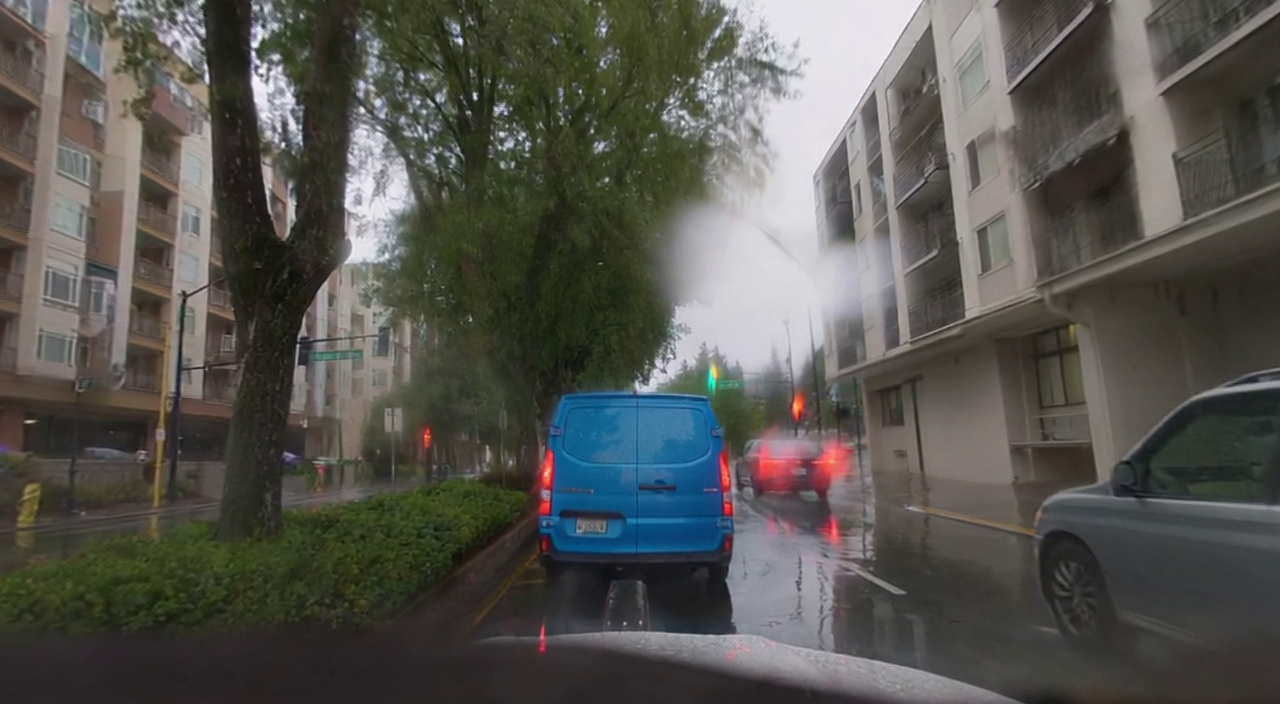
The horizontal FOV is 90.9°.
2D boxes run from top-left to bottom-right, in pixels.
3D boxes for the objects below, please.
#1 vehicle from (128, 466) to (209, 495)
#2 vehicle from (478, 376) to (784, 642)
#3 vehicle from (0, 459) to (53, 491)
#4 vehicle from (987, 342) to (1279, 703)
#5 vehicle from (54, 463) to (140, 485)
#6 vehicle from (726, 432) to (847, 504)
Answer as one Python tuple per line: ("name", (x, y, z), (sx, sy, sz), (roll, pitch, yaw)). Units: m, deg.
("vehicle", (-33.250, 9.073, 44.509), (4.292, 1.492, 1.772), (-6, -14, -1))
("vehicle", (-0.049, 1.406, 6.583), (2.101, 1.828, 4.270), (0, -9, 0))
("vehicle", (-35.492, 6.848, 35.177), (3.843, 1.680, 1.782), (-1, -9, 7))
("vehicle", (3.805, 0.855, 2.785), (2.157, 1.748, 4.130), (0, -9, 0))
("vehicle", (-38.382, 8.626, 44.636), (4.396, 1.458, 1.809), (-1, -9, 2))
("vehicle", (3.799, 3.111, 17.334), (2.061, 1.676, 4.734), (0, -9, -2))
